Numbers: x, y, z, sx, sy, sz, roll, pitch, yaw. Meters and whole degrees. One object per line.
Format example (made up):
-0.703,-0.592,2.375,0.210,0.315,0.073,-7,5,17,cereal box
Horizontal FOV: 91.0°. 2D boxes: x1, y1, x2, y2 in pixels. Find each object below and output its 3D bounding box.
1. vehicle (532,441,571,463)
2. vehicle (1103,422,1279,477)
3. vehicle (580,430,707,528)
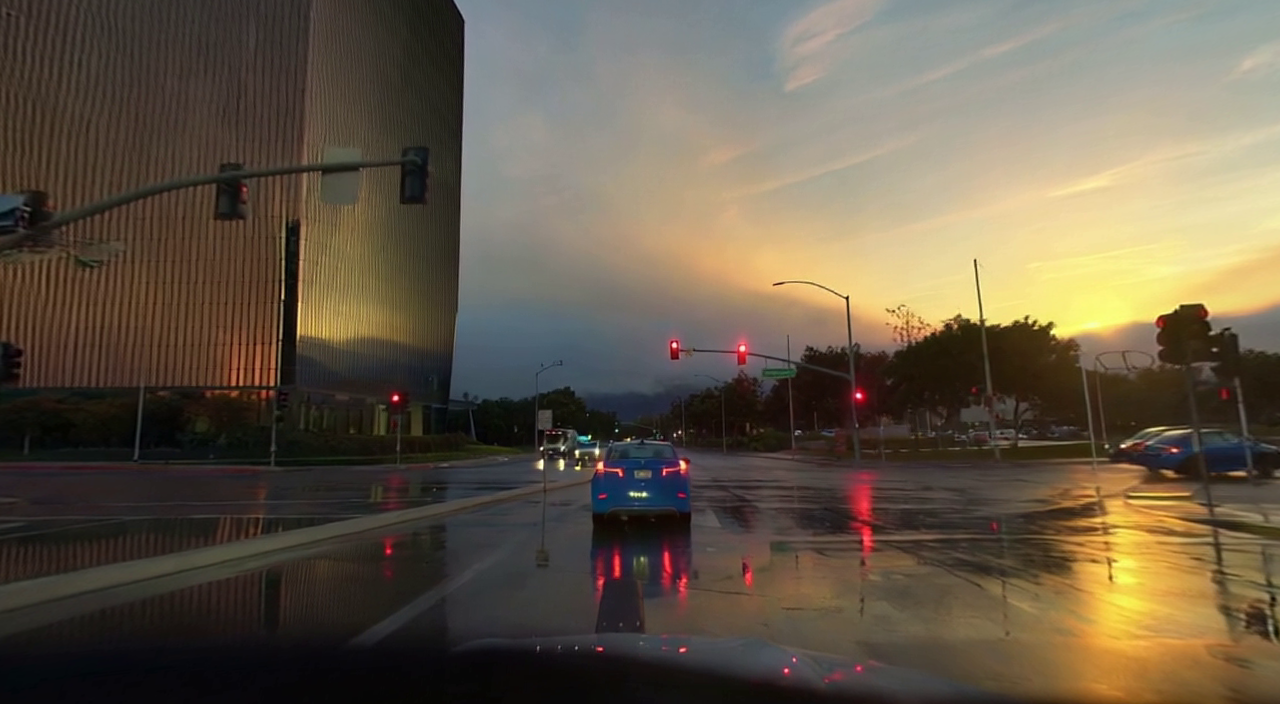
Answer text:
-6.655,7.609,47.911,2.113,1.535,4.504,0,-9,2,vehicle
19.197,3.396,21.946,4.739,1.749,2.174,2,-9,-11,vehicle
0.161,2.330,12.105,2.014,1.525,4.197,0,-9,3,vehicle
